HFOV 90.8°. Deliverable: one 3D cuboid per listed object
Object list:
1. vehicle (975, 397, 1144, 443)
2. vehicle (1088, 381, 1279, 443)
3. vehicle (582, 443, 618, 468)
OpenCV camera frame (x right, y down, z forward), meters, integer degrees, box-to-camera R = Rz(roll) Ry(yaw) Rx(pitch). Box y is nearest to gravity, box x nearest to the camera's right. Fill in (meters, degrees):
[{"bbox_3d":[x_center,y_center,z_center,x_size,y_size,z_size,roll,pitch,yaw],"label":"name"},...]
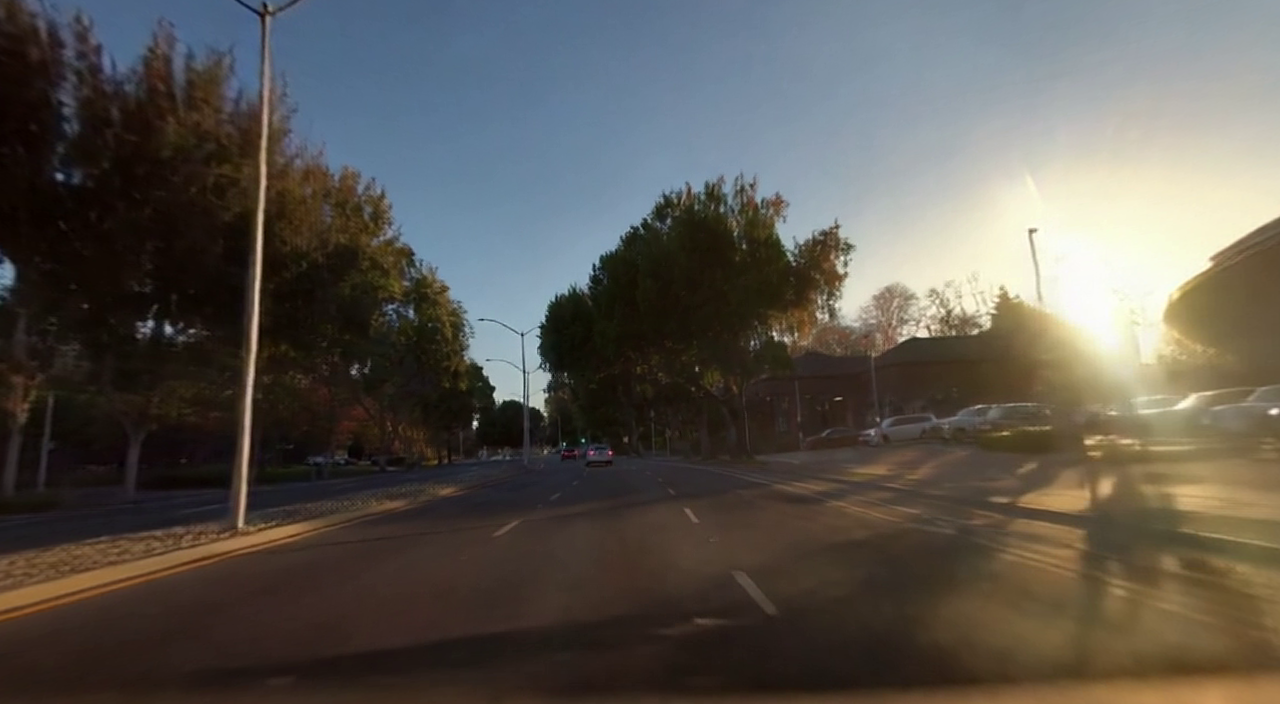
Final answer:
[{"bbox_3d":[15.152,2.511,22.996,4.742,1.602,1.999,0,-8,-2],"label":"vehicle"},{"bbox_3d":[15.614,1.726,17.632,4.527,1.620,2.120,-1,-8,3],"label":"vehicle"},{"bbox_3d":[-2.893,7.201,44.326,2.197,1.642,4.312,1,-8,-8],"label":"vehicle"}]
